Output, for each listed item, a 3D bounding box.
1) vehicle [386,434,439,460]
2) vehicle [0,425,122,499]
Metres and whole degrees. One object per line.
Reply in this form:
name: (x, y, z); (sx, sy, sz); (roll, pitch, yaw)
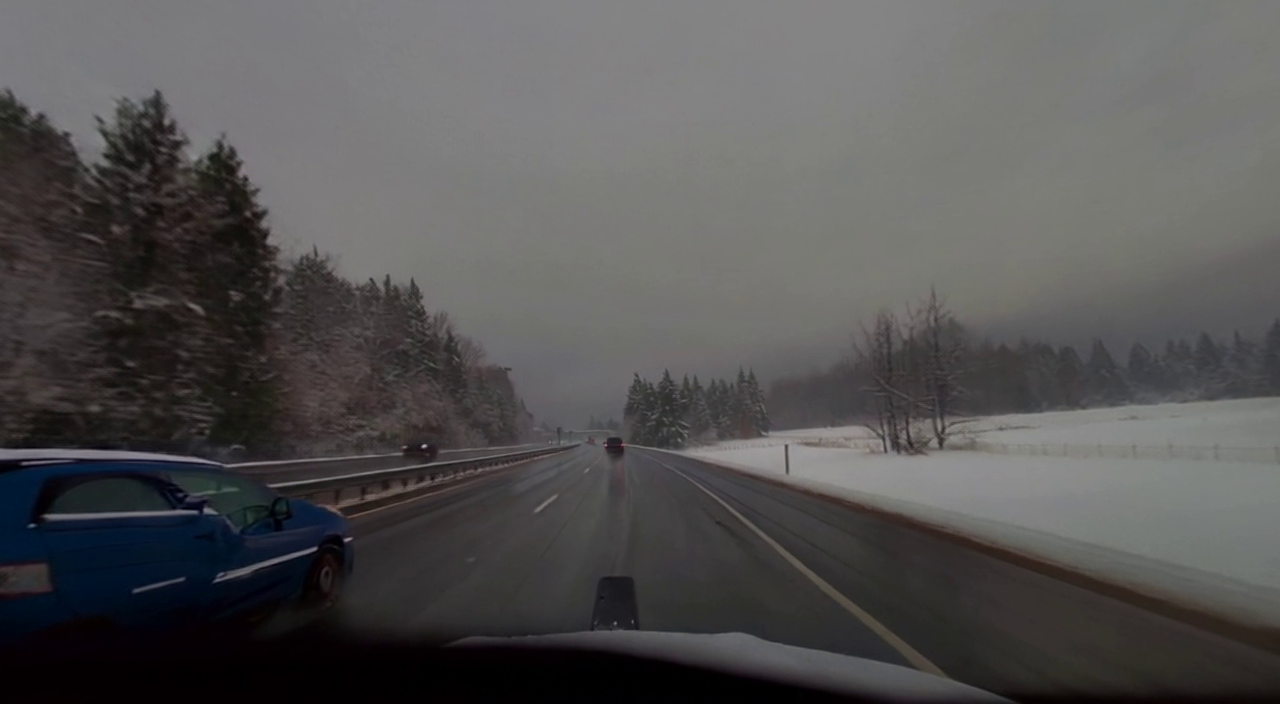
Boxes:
vehicle: (-15.436, 6.459, 42.935); (2.041, 1.622, 4.537); (0, -8, -1)
vehicle: (-15.138, 2.592, 14.970); (1.989, 1.617, 4.293); (0, -8, -1)
